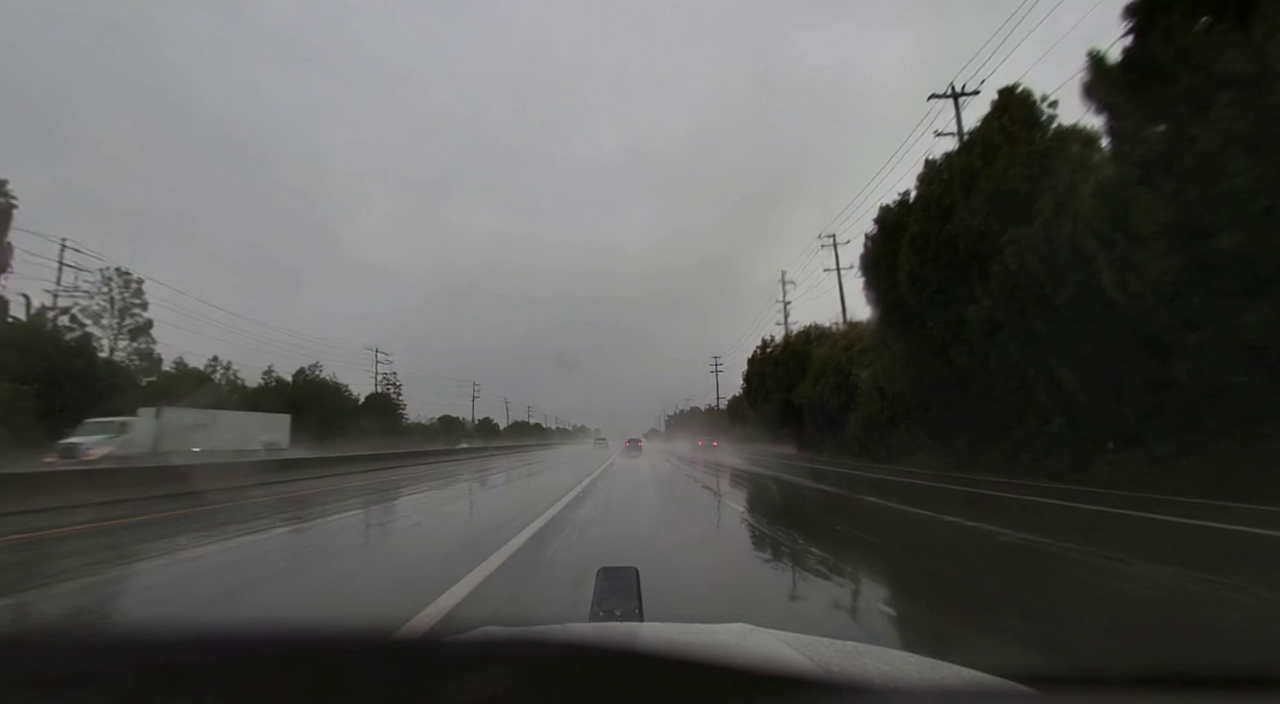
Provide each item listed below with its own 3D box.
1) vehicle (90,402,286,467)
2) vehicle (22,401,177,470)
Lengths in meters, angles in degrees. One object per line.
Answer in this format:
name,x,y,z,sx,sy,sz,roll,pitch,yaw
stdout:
vehicle,-32.538,6.308,47.313,2.879,4.002,16.237,0,-9,0
vehicle,-32.404,5.134,38.411,3.007,3.808,7.031,0,-9,0
